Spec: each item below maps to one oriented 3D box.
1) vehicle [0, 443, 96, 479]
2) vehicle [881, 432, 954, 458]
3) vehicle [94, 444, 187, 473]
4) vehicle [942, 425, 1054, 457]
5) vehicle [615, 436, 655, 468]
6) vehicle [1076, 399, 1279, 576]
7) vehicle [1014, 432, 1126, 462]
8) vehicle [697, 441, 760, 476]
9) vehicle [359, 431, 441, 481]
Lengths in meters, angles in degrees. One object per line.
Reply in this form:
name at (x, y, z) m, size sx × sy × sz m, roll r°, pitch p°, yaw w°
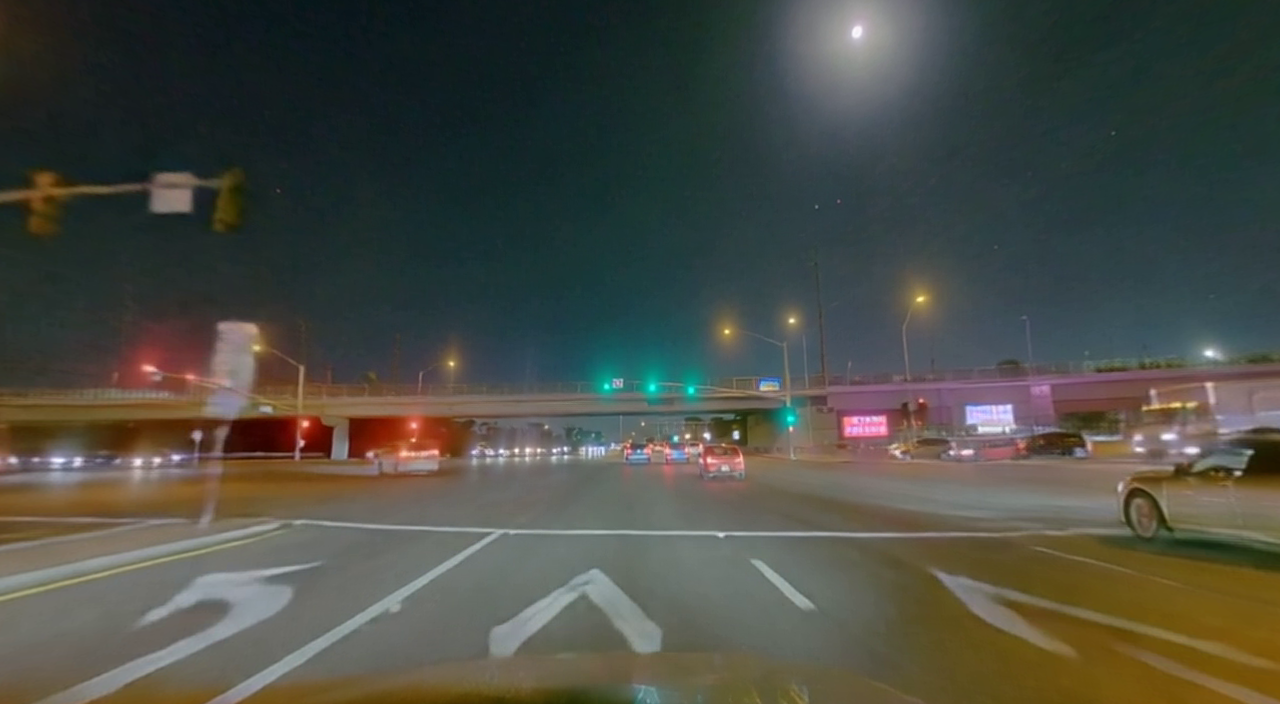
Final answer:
vehicle at (-35.117, 6.361, 36.843) m, size 5.014 × 1.956 × 2.232 m, roll -2°, pitch -8°, yaw 15°
vehicle at (20.280, 6.865, 46.161) m, size 4.638 × 1.694 × 2.079 m, roll -5°, pitch -12°, yaw 19°
vehicle at (-34.643, 7.357, 43.573) m, size 5.302 × 1.847 × 2.233 m, roll -2°, pitch -8°, yaw 15°
vehicle at (23.531, 5.874, 41.549) m, size 5.932 × 2.021 × 2.430 m, roll -2°, pitch -8°, yaw 15°
vehicle at (-0.270, 5.784, 36.518) m, size 2.172 × 1.694 × 4.055 m, roll 0°, pitch -8°, yaw 0°
vehicle at (6.996, 1.362, 6.489) m, size 1.964 × 1.647 × 4.114 m, roll 0°, pitch -8°, yaw 0°
vehicle at (23.209, 5.127, 34.078) m, size 4.547 × 1.527 × 1.890 m, roll -2°, pitch -8°, yaw 15°
vehicle at (3.851, 4.684, 27.907) m, size 2.156 × 1.404 × 4.120 m, roll 0°, pitch -8°, yaw -1°
vehicle at (-11.098, 4.683, 28.730) m, size 2.485 × 2.012 × 5.498 m, roll 5°, pitch -9°, yaw -30°
